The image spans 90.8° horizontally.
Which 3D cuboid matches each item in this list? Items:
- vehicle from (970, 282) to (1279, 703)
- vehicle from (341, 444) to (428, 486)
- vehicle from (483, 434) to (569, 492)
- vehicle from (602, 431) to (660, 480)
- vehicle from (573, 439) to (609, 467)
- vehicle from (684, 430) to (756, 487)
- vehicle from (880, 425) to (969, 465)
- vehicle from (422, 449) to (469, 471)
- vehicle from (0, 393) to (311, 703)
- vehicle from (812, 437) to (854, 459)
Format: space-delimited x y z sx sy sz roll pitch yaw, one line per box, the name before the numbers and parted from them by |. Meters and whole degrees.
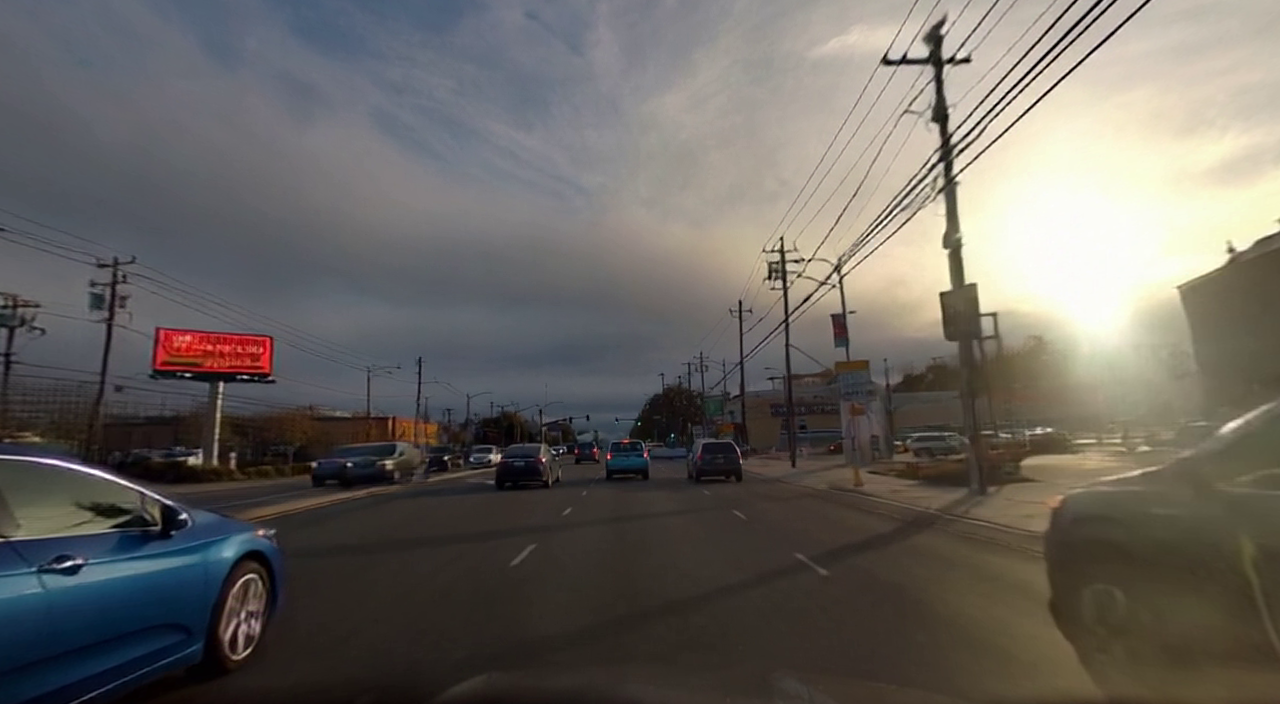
vehicle | 3.457 0.638 1.829 2.282 1.897 4.915 0 -8 -1
vehicle | -11.039 4.883 27.685 2.020 1.633 4.462 0 -8 -2
vehicle | -3.536 3.521 20.405 2.051 1.671 3.861 0 -8 0
vehicle | -0.435 4.492 27.722 2.326 1.925 4.253 0 -8 -2
vehicle | -3.684 7.731 48.596 2.405 2.009 5.909 0 -8 -1
vehicle | 2.844 3.880 23.469 2.026 1.904 4.102 0 -8 -1
vehicle | 16.114 5.336 36.237 2.409 1.981 5.809 -2 -9 0
vehicle | -15.181 8.446 49.714 2.258 1.586 4.820 0 -8 -1
vehicle | -3.291 0.885 2.097 2.022 1.498 4.471 0 -8 -1
vehicle | 14.733 7.292 48.133 1.990 1.597 4.475 -5 -9 30
